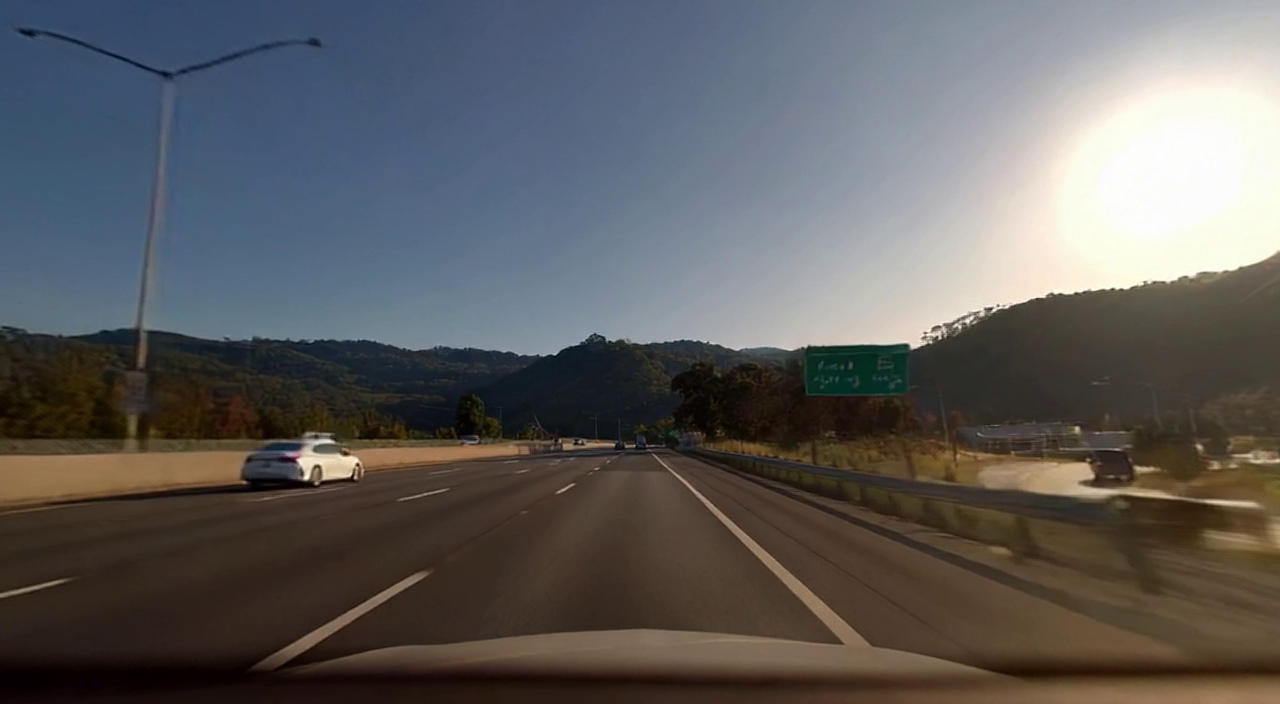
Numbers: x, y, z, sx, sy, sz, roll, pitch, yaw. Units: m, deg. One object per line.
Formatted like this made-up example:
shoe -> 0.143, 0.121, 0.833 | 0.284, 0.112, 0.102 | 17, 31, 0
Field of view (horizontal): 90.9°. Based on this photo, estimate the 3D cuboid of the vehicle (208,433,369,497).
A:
vehicle -> -10.844, 3.495, 20.027 | 2.152, 1.753, 4.972 | 0, -8, 1

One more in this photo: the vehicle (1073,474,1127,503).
vehicle -> 33.343, 9.848, 45.810 | 2.108, 1.763, 4.817 | -4, -9, 24
